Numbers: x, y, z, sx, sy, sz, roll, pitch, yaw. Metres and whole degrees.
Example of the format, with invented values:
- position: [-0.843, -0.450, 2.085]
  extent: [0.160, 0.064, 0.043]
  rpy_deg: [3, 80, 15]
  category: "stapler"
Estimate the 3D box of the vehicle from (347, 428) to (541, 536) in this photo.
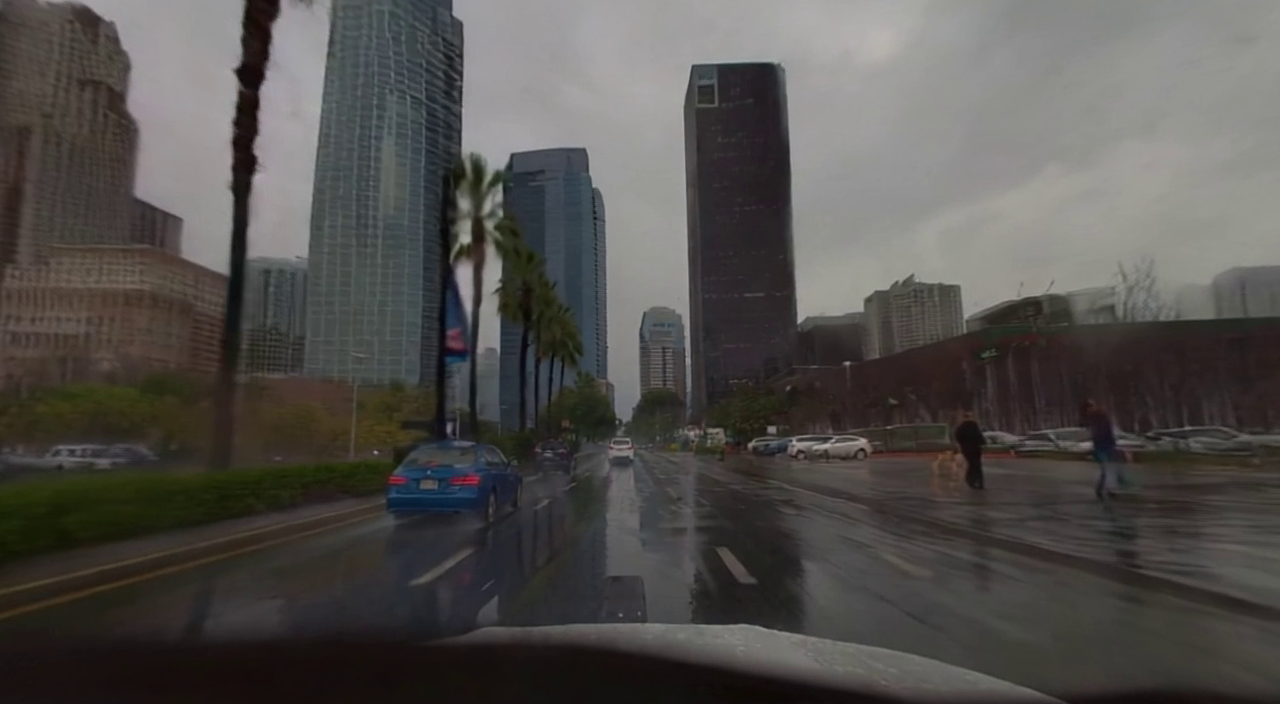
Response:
- position: [-3.178, 2.214, 11.372]
  extent: [2.071, 1.544, 4.383]
  rpy_deg: [0, -8, 0]
  category: "vehicle"

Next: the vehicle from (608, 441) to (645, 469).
- position: [-0.750, 5.865, 36.088]
  extent: [2.004, 1.465, 3.713]
  rpy_deg: [0, -8, 0]
  category: "vehicle"

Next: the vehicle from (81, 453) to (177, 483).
- position: [-31.019, 7.040, 38.535]
  extent: [1.888, 1.625, 4.699]
  rpy_deg: [0, -8, 0]
  category: "vehicle"

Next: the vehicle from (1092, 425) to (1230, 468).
- position: [25.173, 4.607, 30.924]
  extent: [2.147, 1.886, 5.603]
  rpy_deg: [-1, -8, 3]
  category: "vehicle"

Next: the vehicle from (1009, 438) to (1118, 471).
- position: [20.386, 4.925, 30.701]
  extent: [1.976, 1.431, 4.774]
  rpy_deg: [-1, -8, -1]
  category: "vehicle"

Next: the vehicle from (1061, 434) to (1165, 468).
- position: [22.767, 4.772, 30.641]
  extent: [1.938, 1.522, 4.121]
  rpy_deg: [-1, -8, 3]
  category: "vehicle"

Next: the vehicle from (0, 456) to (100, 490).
- position: [-30.881, 6.192, 32.612]
  extent: [1.859, 1.524, 4.812]
  rpy_deg: [0, -8, -2]
  category: "vehicle"

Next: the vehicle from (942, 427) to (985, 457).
- position: [23.358, 6.568, 45.847]
  extent: [2.288, 1.984, 5.526]
  rpy_deg: [-4, -9, 23]
  category: "vehicle"

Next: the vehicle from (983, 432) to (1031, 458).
- position: [26.165, 6.644, 45.161]
  extent: [1.982, 1.694, 4.676]
  rpy_deg: [-3, -9, 19]
  category: "vehicle"

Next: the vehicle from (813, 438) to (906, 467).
- position: [12.865, 5.932, 37.203]
  extent: [4.749, 1.522, 1.905]
  rpy_deg: [-1, -9, -3]
  category: "vehicle"
